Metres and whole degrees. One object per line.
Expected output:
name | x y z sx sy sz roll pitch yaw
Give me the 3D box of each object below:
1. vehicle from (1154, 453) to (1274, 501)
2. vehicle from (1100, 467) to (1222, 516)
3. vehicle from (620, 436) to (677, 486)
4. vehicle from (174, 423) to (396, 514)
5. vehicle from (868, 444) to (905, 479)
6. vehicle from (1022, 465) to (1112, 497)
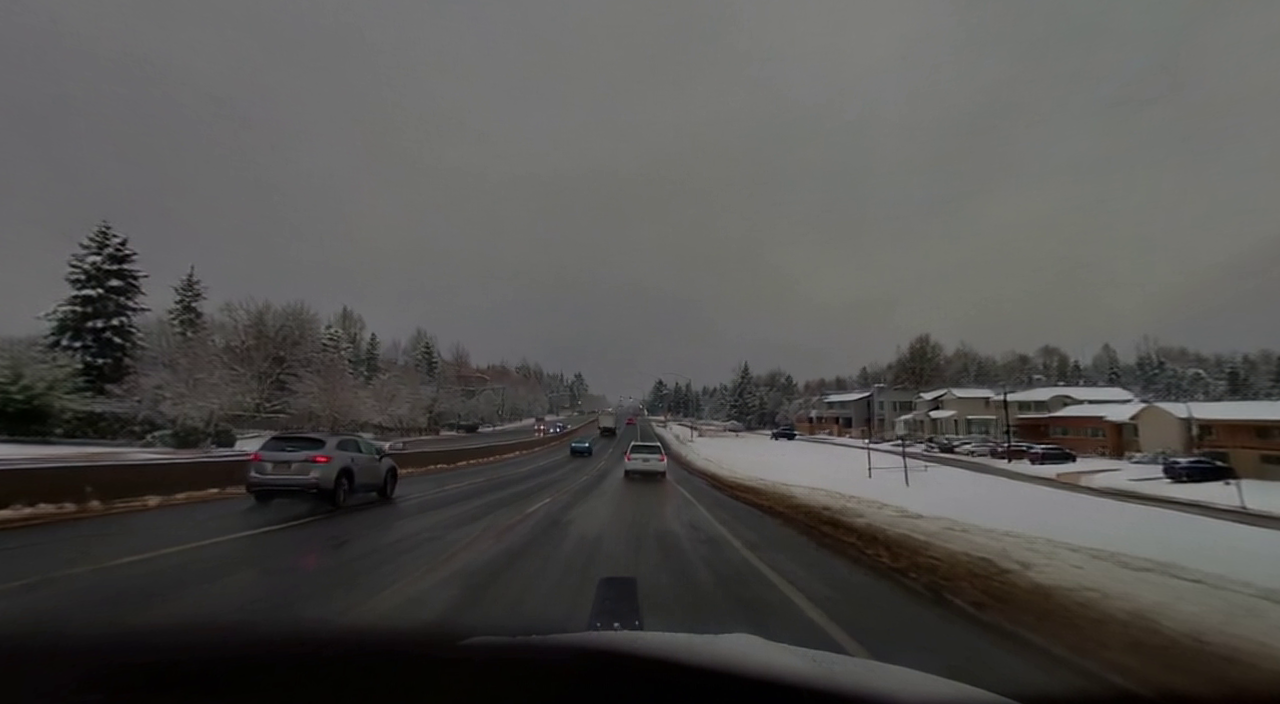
vehicle | 34.322 7.426 37.959 4.850 1.840 1.939 5 1 22
vehicle | 26.148 6.957 31.941 1.975 1.950 4.526 0 -7 -5
vehicle | 0.333 4.393 25.785 2.125 1.830 4.370 0 -9 0
vehicle | -7.471 2.512 14.116 1.997 1.650 5.090 0 -9 0
vehicle | 17.883 7.915 46.030 1.849 1.958 4.453 -2 -3 13
vehicle | 25.588 7.738 38.074 1.862 1.481 4.503 0 -7 -9
